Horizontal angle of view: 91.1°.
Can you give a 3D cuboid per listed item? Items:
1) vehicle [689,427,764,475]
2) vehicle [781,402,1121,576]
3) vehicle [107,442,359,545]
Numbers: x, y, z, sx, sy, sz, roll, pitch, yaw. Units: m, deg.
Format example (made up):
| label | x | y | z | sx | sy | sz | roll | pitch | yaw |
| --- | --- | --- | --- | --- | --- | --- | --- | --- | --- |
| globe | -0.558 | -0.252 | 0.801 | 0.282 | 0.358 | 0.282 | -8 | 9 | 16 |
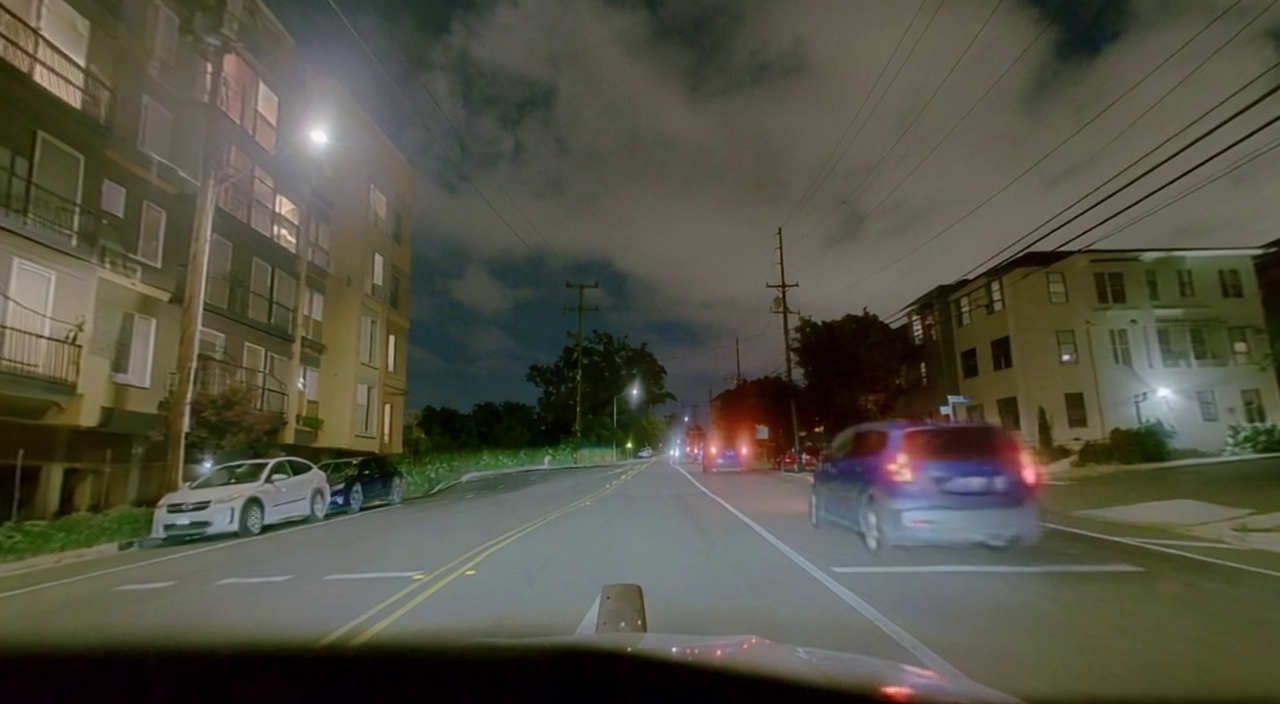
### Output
| label | x | y | z | sx | sy | sz | roll | pitch | yaw |
| --- | --- | --- | --- | --- | --- | --- | --- | --- | --- |
| vehicle | 3.583 | 4.245 | 27.139 | 2.368 | 1.840 | 4.896 | 0 | -8 | -2 |
| vehicle | 3.658 | 1.724 | 8.750 | 2.306 | 1.719 | 4.805 | 0 | -8 | 1 |
| vehicle | -8.431 | 2.916 | 13.767 | 2.381 | 1.825 | 4.652 | 0 | -8 | 0 |
